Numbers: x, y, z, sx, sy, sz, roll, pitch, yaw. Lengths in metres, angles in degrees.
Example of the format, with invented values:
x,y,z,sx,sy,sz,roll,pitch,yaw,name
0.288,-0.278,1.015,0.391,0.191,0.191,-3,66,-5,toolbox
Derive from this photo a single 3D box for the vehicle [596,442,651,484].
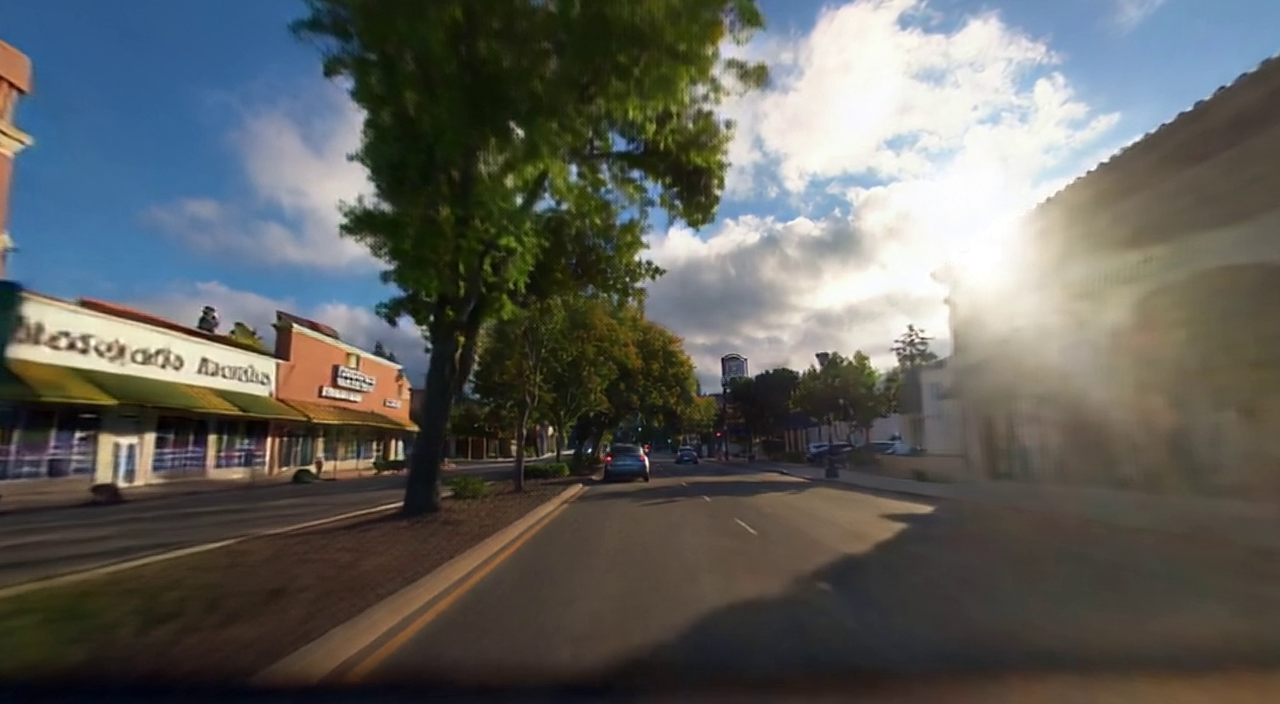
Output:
x,y,z,sx,sy,sz,roll,pitch,yaw,name
-0.612,4.357,25.037,2.006,1.487,3.535,0,-9,0,vehicle

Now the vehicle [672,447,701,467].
x,y,z,sx,sy,sz,roll,pitch,yaw,name
3.589,8.160,49.440,1.910,1.474,4.003,0,-9,-2,vehicle
